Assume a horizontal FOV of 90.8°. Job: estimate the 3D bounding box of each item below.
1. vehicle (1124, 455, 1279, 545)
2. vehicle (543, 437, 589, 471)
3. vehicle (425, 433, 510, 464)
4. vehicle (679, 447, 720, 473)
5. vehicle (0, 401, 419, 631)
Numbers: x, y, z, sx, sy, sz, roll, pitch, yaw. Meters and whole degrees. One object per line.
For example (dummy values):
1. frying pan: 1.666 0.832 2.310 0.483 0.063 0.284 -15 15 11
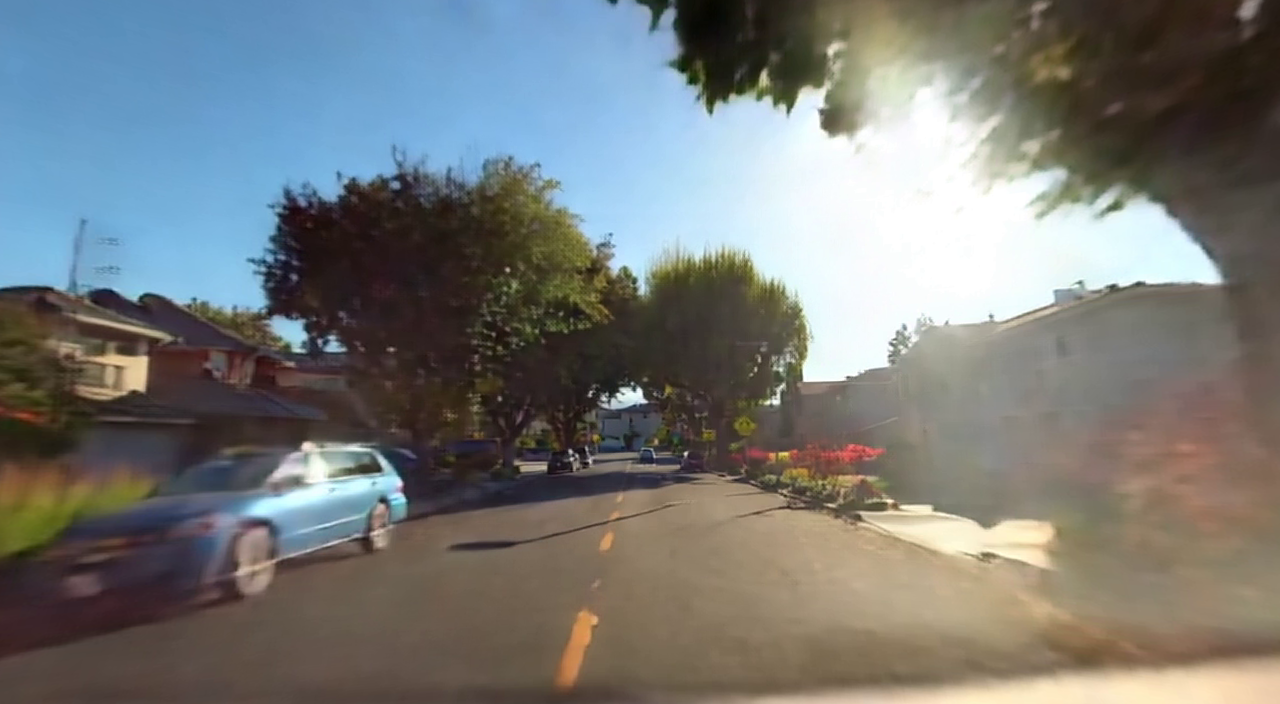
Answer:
1. vehicle: 12.192 2.953 13.221 4.242 1.503 1.922 6 -10 -34
2. vehicle: -4.562 6.472 39.725 2.155 1.907 5.100 -3 -11 1
3. vehicle: -11.937 6.717 43.982 5.234 2.076 2.197 0 -8 2
4. vehicle: 3.783 6.919 40.848 2.047 1.532 4.350 0 -8 -2
5. vehicle: -4.508 1.680 7.525 2.093 1.810 4.555 -2 -8 1
